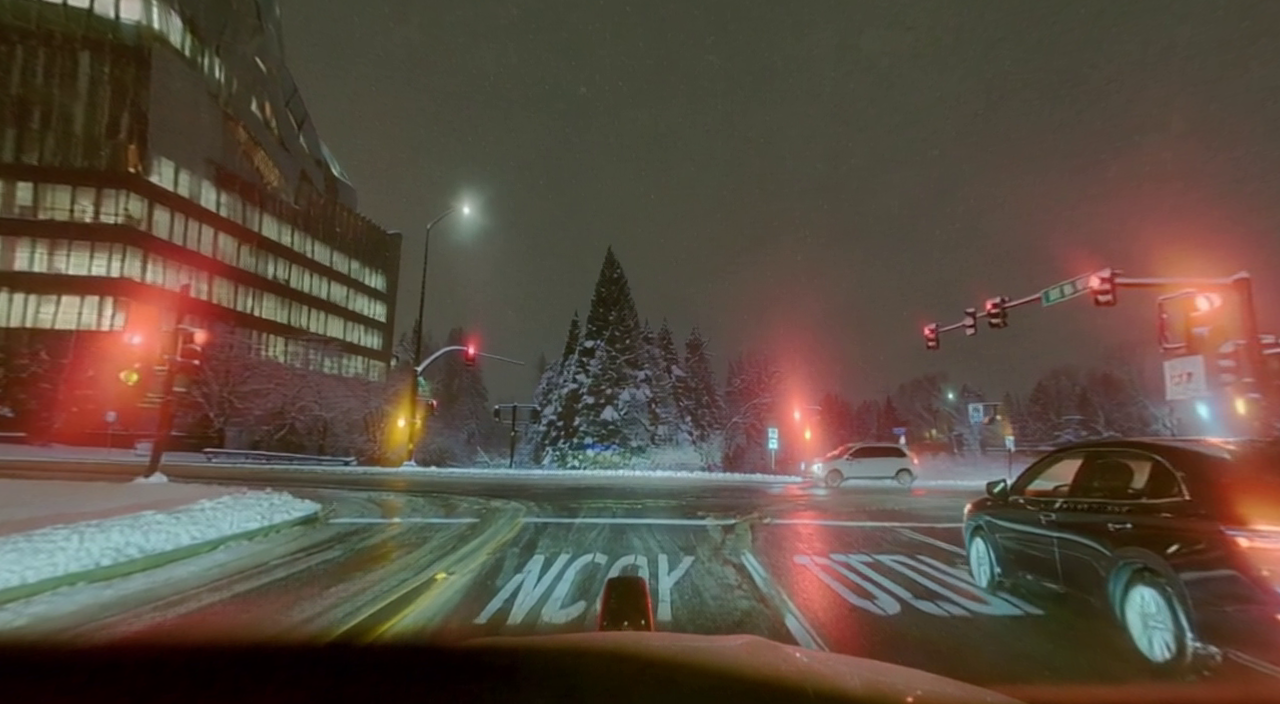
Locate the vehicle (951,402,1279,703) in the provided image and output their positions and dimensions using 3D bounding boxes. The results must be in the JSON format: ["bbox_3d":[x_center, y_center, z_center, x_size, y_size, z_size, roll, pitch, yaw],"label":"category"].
[{"bbox_3d":[3.957,1.177,3.834,2.036,1.583,4.911,-1,-8,6],"label":"vehicle"}]

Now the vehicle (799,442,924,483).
[{"bbox_3d":[9.630,4.781,27.567,4.715,1.671,2.030,1,-9,-10],"label":"vehicle"}]
